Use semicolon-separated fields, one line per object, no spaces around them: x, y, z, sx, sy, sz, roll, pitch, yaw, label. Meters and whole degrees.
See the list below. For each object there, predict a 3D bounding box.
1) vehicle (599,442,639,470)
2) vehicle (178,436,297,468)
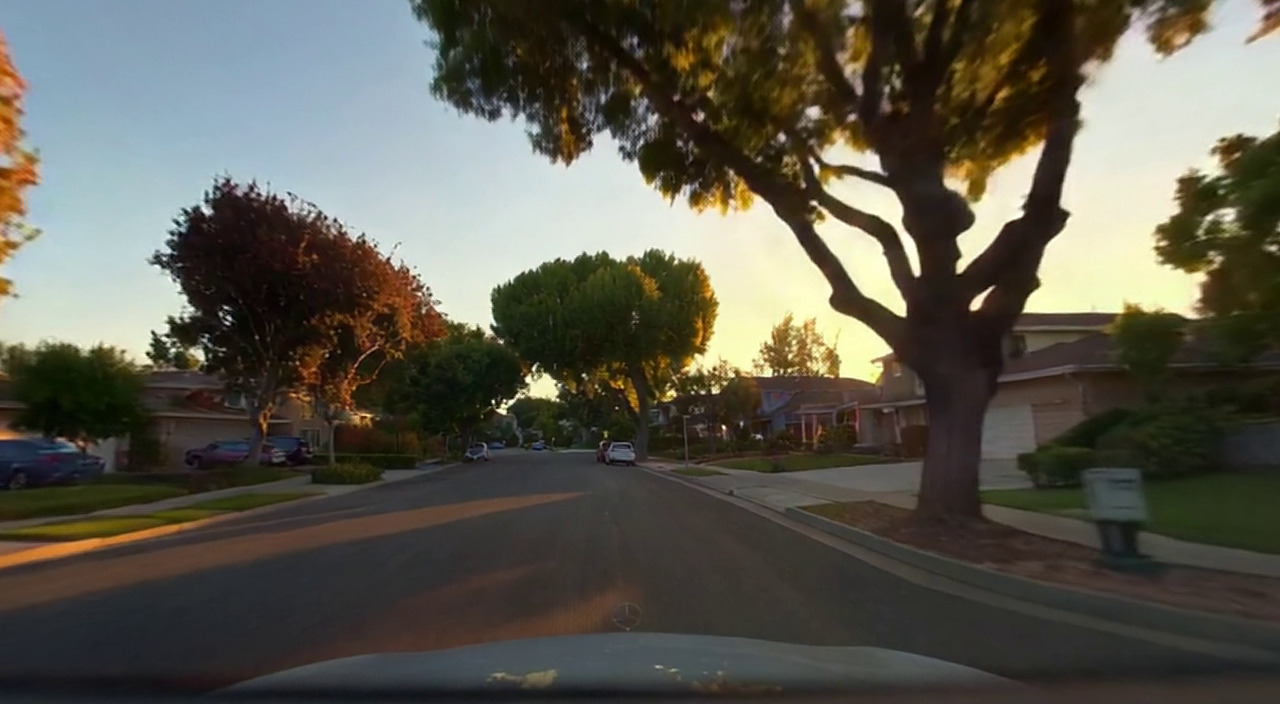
-1.283;6.023;36.656;2.088;1.429;4.796;1;-8;-5;vehicle
-19.265;4.816;30.184;4.344;1.483;1.928;0;-9;-1;vehicle
